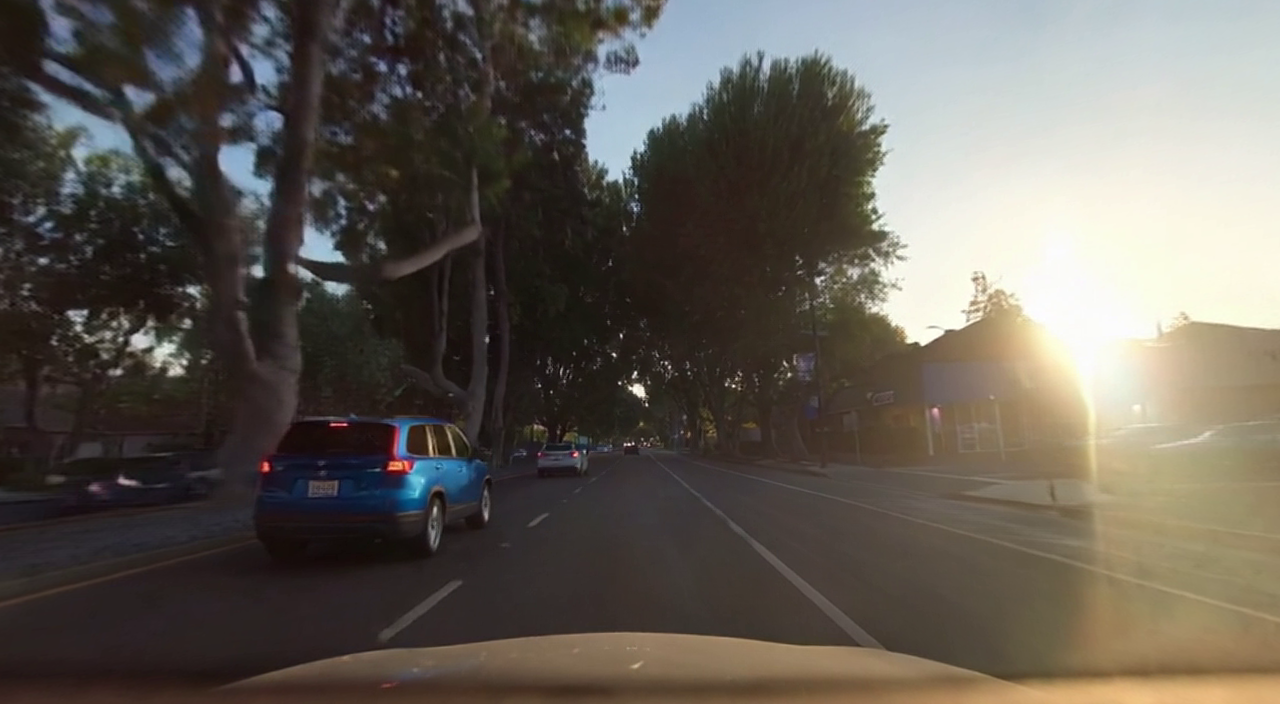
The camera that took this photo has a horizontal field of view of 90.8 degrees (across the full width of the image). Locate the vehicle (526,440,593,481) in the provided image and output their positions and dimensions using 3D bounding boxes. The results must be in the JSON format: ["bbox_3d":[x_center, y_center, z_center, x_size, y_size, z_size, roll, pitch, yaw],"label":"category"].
[{"bbox_3d":[-3.123,4.337,25.548,2.069,1.470,4.601,0,-8,0],"label":"vehicle"}]

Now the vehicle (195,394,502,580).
[{"bbox_3d":[-3.359,1.648,8.489,2.042,1.817,4.364,0,-8,0],"label":"vehicle"}]
